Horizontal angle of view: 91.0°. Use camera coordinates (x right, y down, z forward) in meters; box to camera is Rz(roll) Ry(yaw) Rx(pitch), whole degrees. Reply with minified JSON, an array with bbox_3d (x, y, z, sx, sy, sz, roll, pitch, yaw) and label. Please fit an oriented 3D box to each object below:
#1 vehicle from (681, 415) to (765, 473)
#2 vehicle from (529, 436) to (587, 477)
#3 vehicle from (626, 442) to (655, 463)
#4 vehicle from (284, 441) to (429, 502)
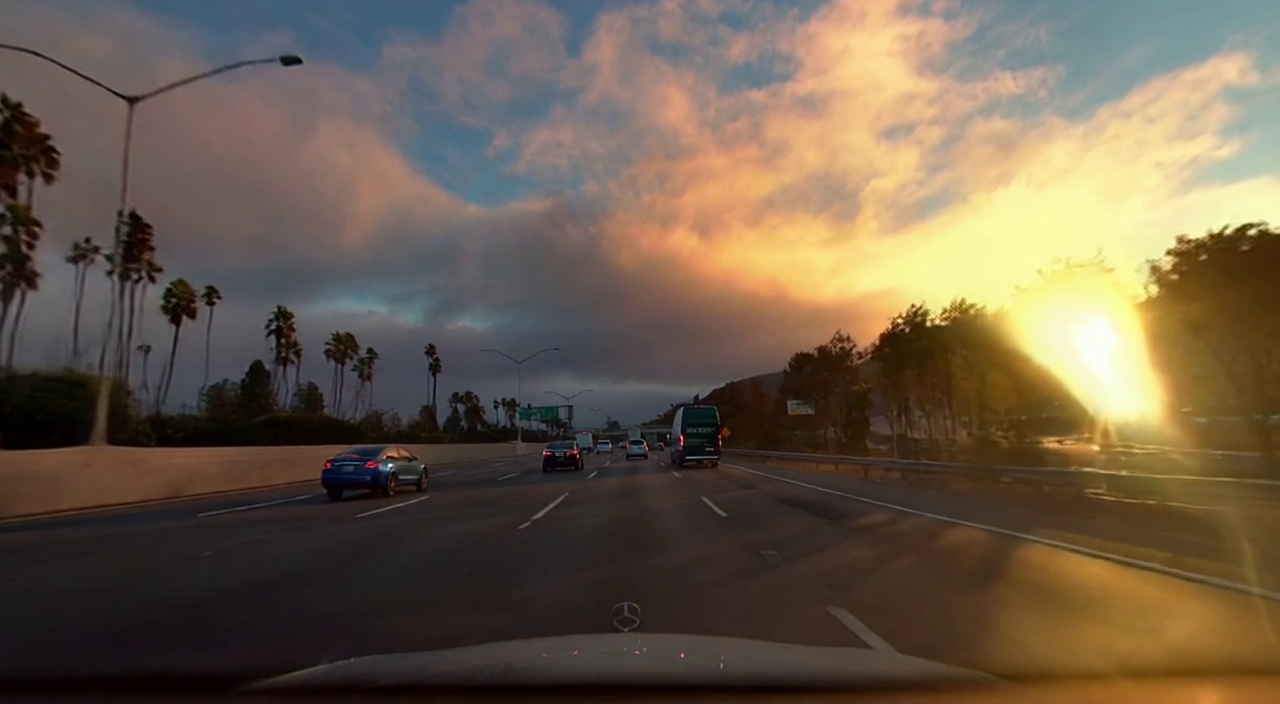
[{"bbox_3d":[4.256,5.319,36.169,2.891,2.596,15.534,0,-9,1],"label":"vehicle"},{"bbox_3d":[-3.606,4.670,28.289,2.017,1.683,4.094,0,-9,0],"label":"vehicle"},{"bbox_3d":[0.059,7.432,46.738,2.085,1.507,4.096,0,-9,0],"label":"vehicle"},{"bbox_3d":[-7.731,3.297,17.772,2.050,1.487,4.372,0,-9,0],"label":"vehicle"}]
